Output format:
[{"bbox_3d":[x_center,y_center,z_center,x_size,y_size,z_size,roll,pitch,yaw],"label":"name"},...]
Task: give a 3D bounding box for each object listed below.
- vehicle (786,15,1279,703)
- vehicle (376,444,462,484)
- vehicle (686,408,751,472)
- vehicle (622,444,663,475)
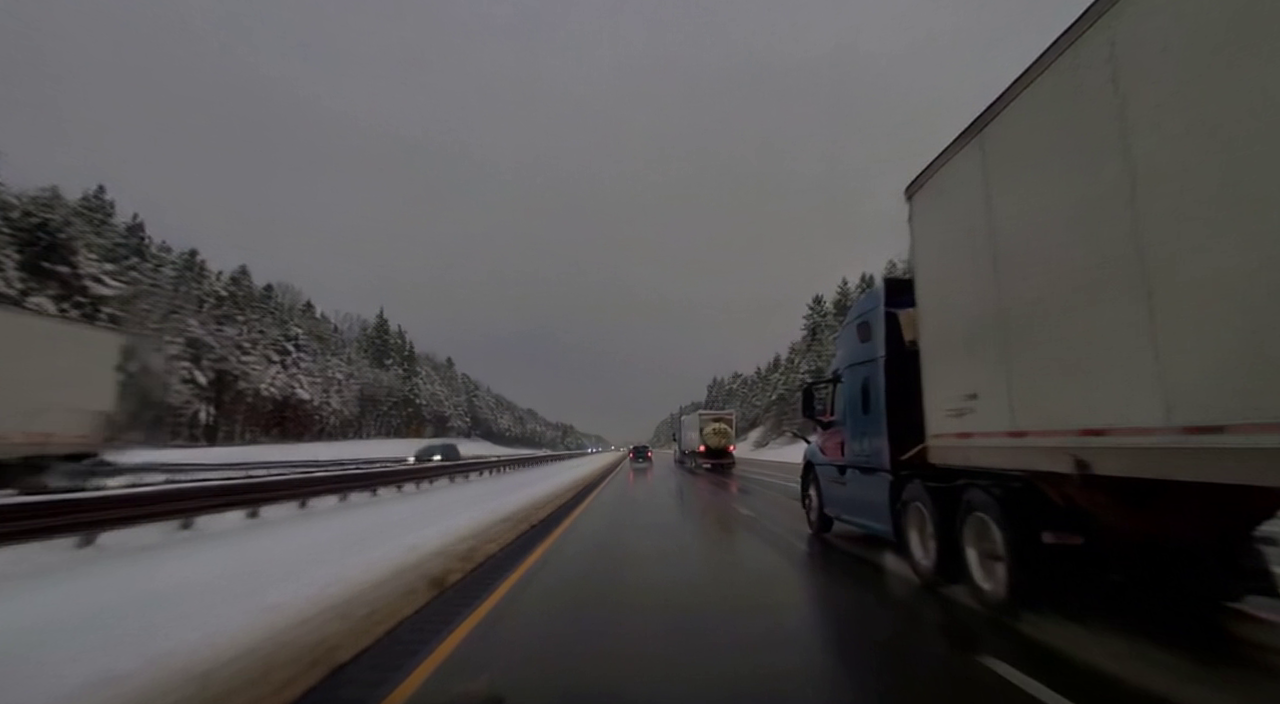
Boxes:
[{"bbox_3d":[3.766,0.322,6.437,3.025,3.897,5.853,0,-9,0],"label":"vehicle"},{"bbox_3d":[-8.914,4.561,25.864,1.909,1.461,4.616,0,-9,0],"label":"vehicle"},{"bbox_3d":[4.254,4.995,35.471,2.684,3.263,5.865,0,-9,-2],"label":"vehicle"},{"bbox_3d":[0.092,5.701,33.693,2.051,1.513,4.511,0,-9,-1],"label":"vehicle"}]
